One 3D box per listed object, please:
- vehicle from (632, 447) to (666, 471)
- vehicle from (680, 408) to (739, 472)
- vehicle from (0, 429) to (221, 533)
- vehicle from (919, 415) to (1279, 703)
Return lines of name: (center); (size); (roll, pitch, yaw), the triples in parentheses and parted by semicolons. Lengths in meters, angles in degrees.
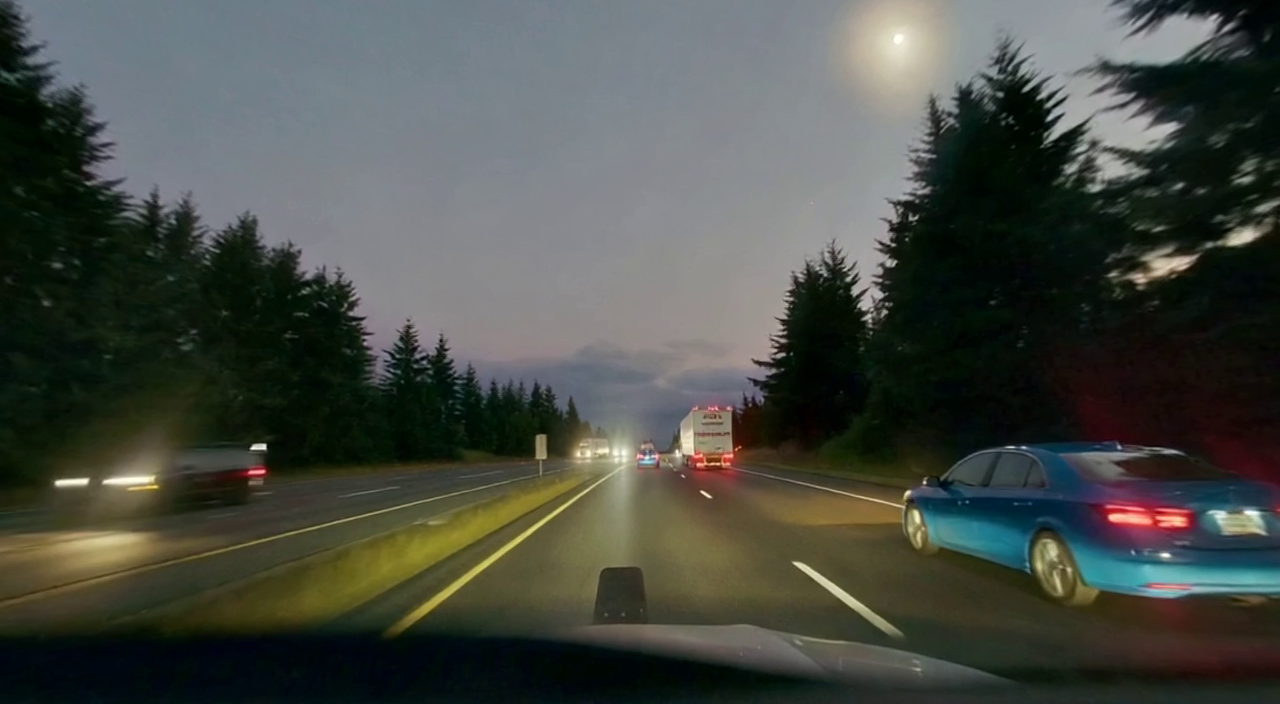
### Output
vehicle: (0.582, 6.952, 40.963); (2.074, 1.475, 3.960); (0, -9, 1)
vehicle: (4.864, 6.706, 47.196); (2.909, 4.074, 14.457); (0, -9, 1)
vehicle: (-12.493, 2.858, 14.581); (2.134, 1.960, 4.875); (0, -9, 1)
vehicle: (4.264, 1.394, 5.221); (2.169, 1.531, 3.775); (0, -9, 0)
